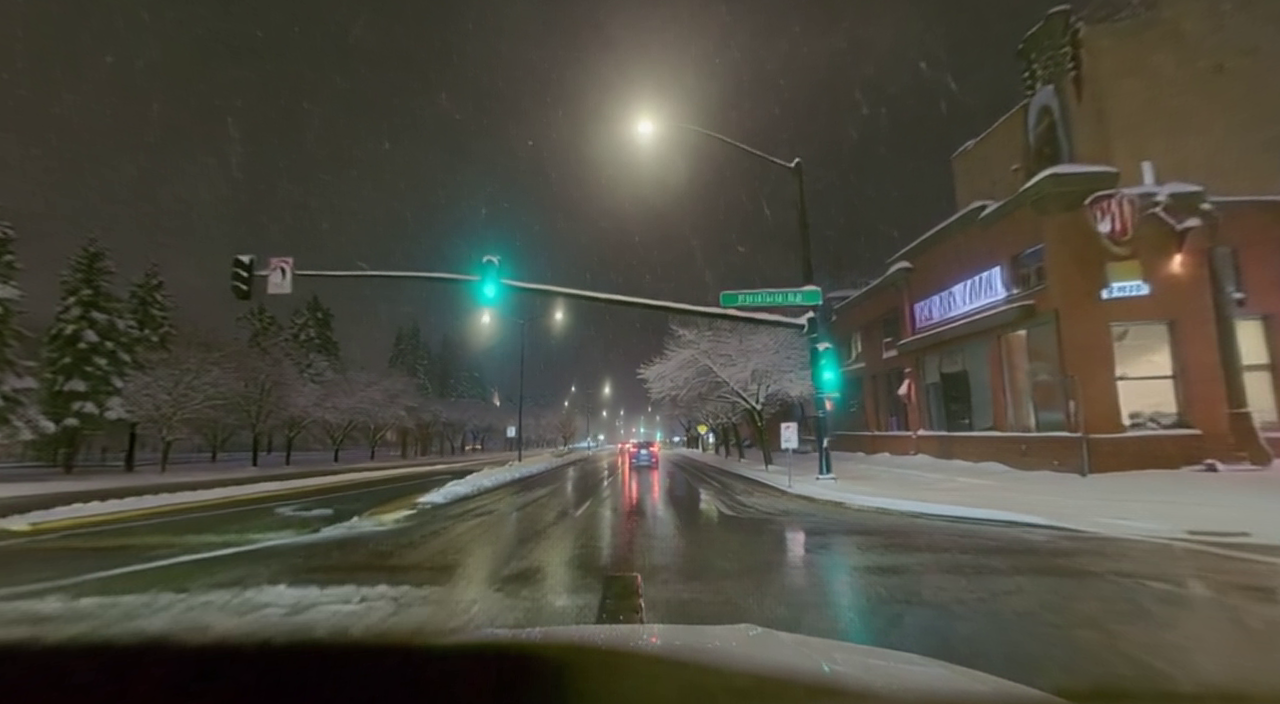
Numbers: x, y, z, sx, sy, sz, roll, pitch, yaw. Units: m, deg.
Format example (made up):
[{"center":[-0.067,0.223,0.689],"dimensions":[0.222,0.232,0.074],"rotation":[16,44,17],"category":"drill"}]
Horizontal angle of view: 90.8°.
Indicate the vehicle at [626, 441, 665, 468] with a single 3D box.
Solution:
[{"center":[0.328,5.944,36.689],"dimensions":[2.115,1.461,3.976],"rotation":[0,-8,1],"category":"vehicle"}]
